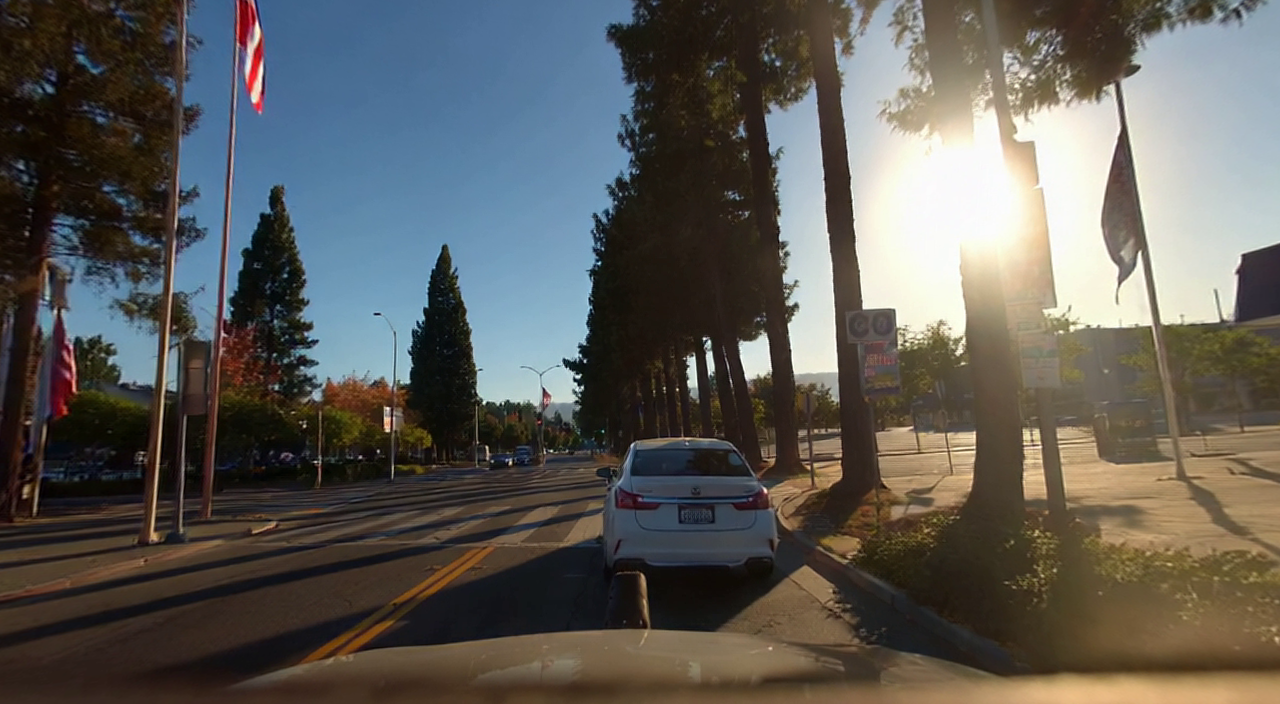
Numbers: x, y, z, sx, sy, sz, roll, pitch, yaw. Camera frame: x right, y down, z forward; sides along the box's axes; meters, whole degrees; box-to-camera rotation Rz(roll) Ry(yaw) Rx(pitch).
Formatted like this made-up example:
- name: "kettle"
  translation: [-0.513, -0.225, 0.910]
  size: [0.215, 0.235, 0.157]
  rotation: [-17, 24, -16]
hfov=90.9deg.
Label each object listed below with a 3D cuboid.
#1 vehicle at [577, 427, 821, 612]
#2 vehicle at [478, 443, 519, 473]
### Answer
- name: "vehicle"
  translation: [0.395, 1.647, 7.012]
  size: [1.985, 1.463, 3.647]
  rotation: [0, -9, -3]
- name: "vehicle"
  translation: [-9.986, 7.486, 44.736]
  size: [2.212, 1.948, 4.537]
  rotation: [0, -9, -5]
